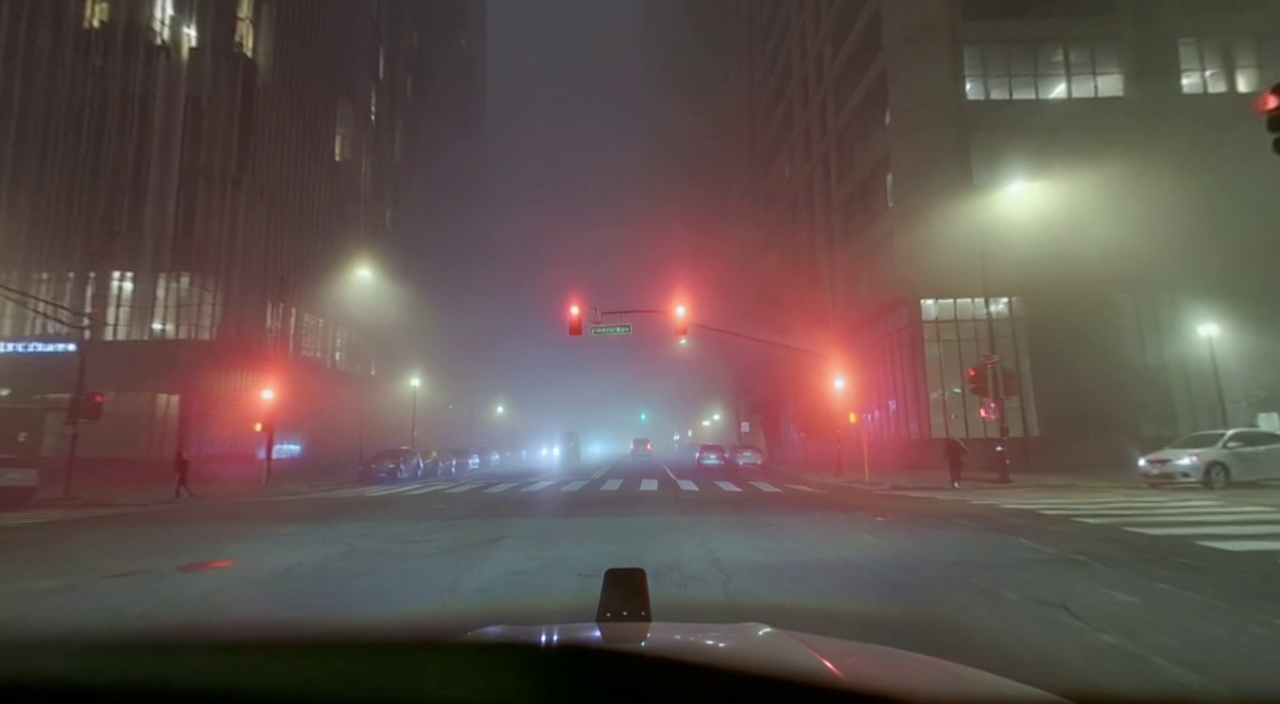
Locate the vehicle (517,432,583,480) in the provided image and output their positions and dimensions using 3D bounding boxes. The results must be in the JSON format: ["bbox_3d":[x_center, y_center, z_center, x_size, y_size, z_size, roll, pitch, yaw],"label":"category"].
[{"bbox_3d":[-3.859,4.533,27.787,2.176,1.804,4.740,-2,-8,0],"label":"vehicle"}]

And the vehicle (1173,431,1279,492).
[{"bbox_3d":[17.119,2.853,16.605,4.293,1.495,1.935,0,-8,1],"label":"vehicle"}]

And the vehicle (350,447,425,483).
[{"bbox_3d":[-12.700,5.693,32.044,2.118,1.644,4.188,0,-8,-1],"label":"vehicle"}]

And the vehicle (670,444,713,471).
[{"bbox_3d":[2.754,5.686,34.310,1.919,1.371,3.583,0,-8,-2],"label":"vehicle"}]

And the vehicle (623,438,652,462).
[{"bbox_3d":[-0.208,7.585,49.061,2.165,1.749,4.078,0,-8,0],"label":"vehicle"}]

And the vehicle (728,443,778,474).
[{"bbox_3d":[6.029,5.684,34.068,1.882,1.479,4.652,2,-8,0],"label":"vehicle"}]

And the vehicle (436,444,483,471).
[{"bbox_3d":[-12.269,7.210,43.191,1.854,1.727,4.426,0,-8,1],"label":"vehicle"}]
